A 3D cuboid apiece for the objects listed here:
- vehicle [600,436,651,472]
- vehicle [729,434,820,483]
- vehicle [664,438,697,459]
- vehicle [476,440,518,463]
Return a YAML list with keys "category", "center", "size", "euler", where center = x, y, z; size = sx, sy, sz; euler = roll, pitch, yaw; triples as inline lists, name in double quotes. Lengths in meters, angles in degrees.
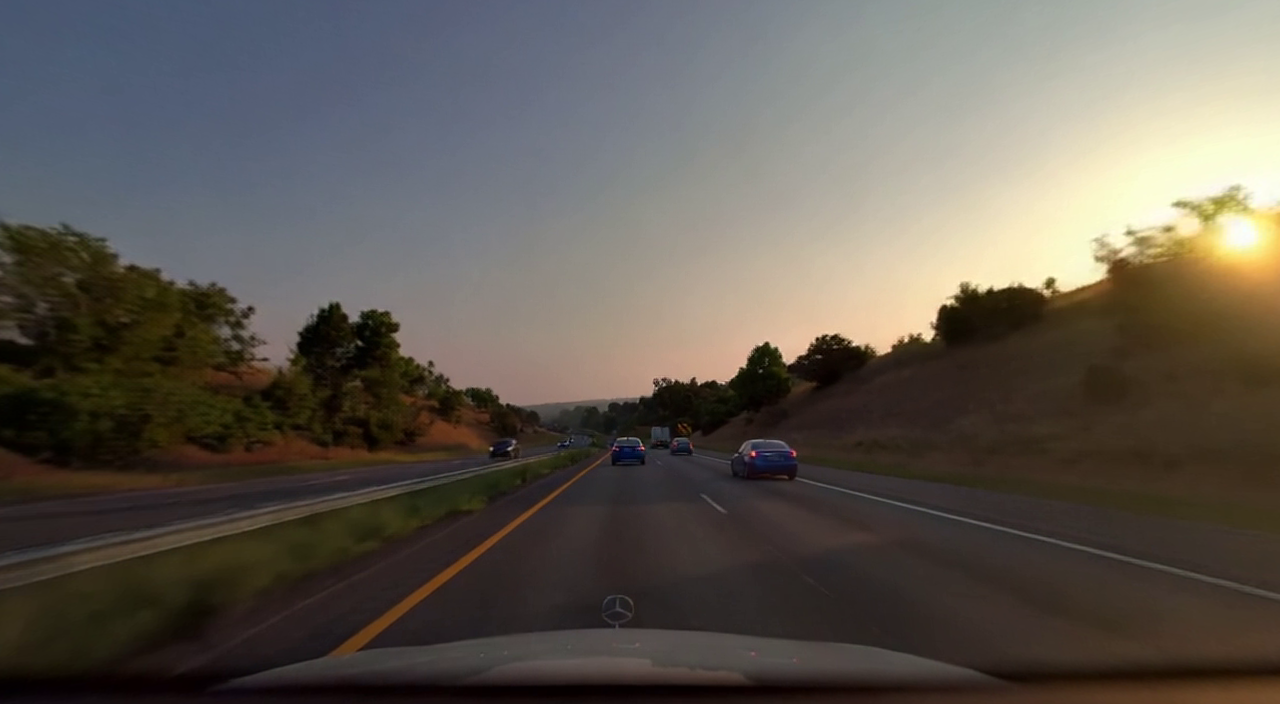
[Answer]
- category: "vehicle"
  center: [-0.626, 4.561, 28.501]
  size: [2.143, 1.466, 3.693]
  euler: [0, -7, -1]
- category: "vehicle"
  center: [4.511, 3.606, 21.829]
  size: [2.066, 1.526, 4.216]
  euler: [0, -8, -2]
- category: "vehicle"
  center: [2.907, 7.042, 46.318]
  size: [2.004, 1.469, 4.472]
  euler: [0, -8, -2]
- category: "vehicle"
  center: [-9.622, 6.701, 42.730]
  size: [1.895, 1.453, 4.000]
  euler: [0, -8, 0]
